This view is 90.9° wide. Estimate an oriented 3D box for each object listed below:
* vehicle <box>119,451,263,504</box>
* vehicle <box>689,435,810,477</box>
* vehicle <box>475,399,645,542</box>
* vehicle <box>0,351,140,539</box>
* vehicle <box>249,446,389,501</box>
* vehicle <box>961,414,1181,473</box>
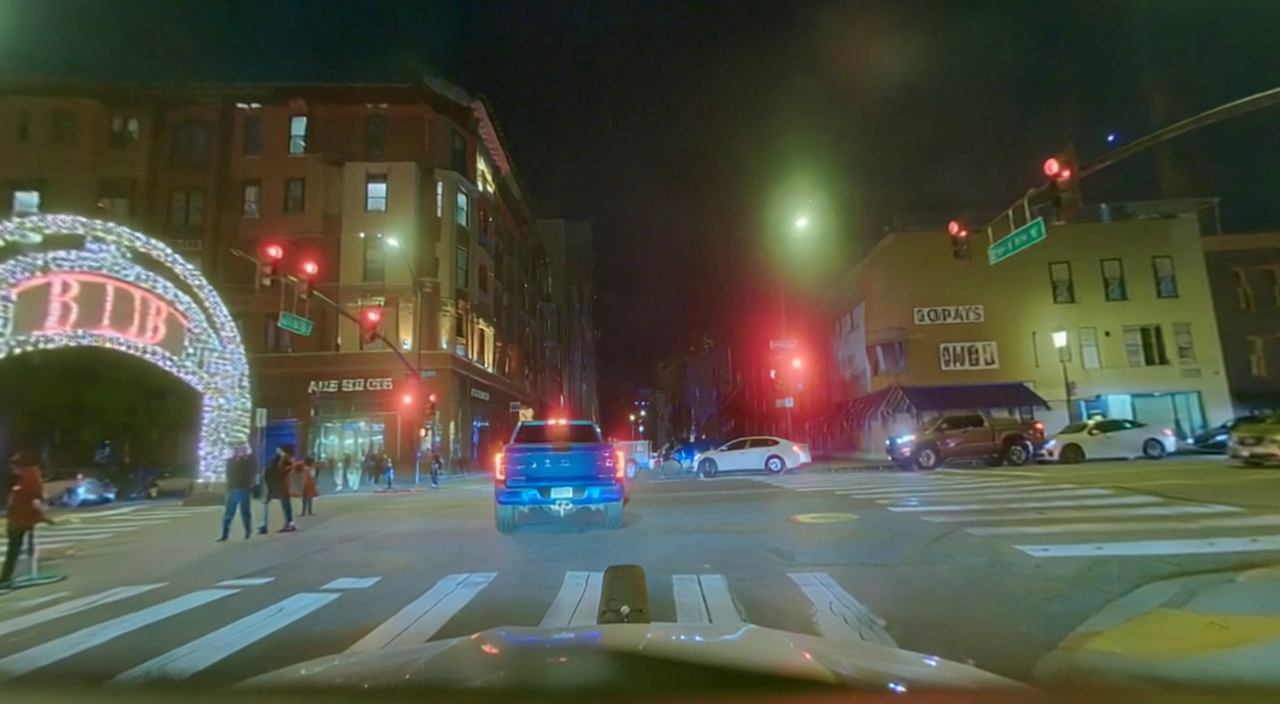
[{"bbox_3d":[-18.689,5.216,26.411,4.398,2.057,1.959,0,-8,-1],"label":"vehicle"},{"bbox_3d":[4.223,4.094,24.932,4.515,1.583,1.920,-1,-8,3],"label":"vehicle"},{"bbox_3d":[-1.821,2.125,12.029,2.477,2.020,5.534,2,-9,-15],"label":"vehicle"},{"bbox_3d":[-22.287,2.548,17.467,13.729,4.662,3.300,0,-8,0],"label":"vehicle"},{"bbox_3d":[-13.326,5.036,26.379,4.799,1.909,2.011,-3,-7,2],"label":"vehicle"},{"bbox_3d":[11.558,2.485,17.155,4.600,1.506,1.878,0,-8,-1],"label":"vehicle"}]
